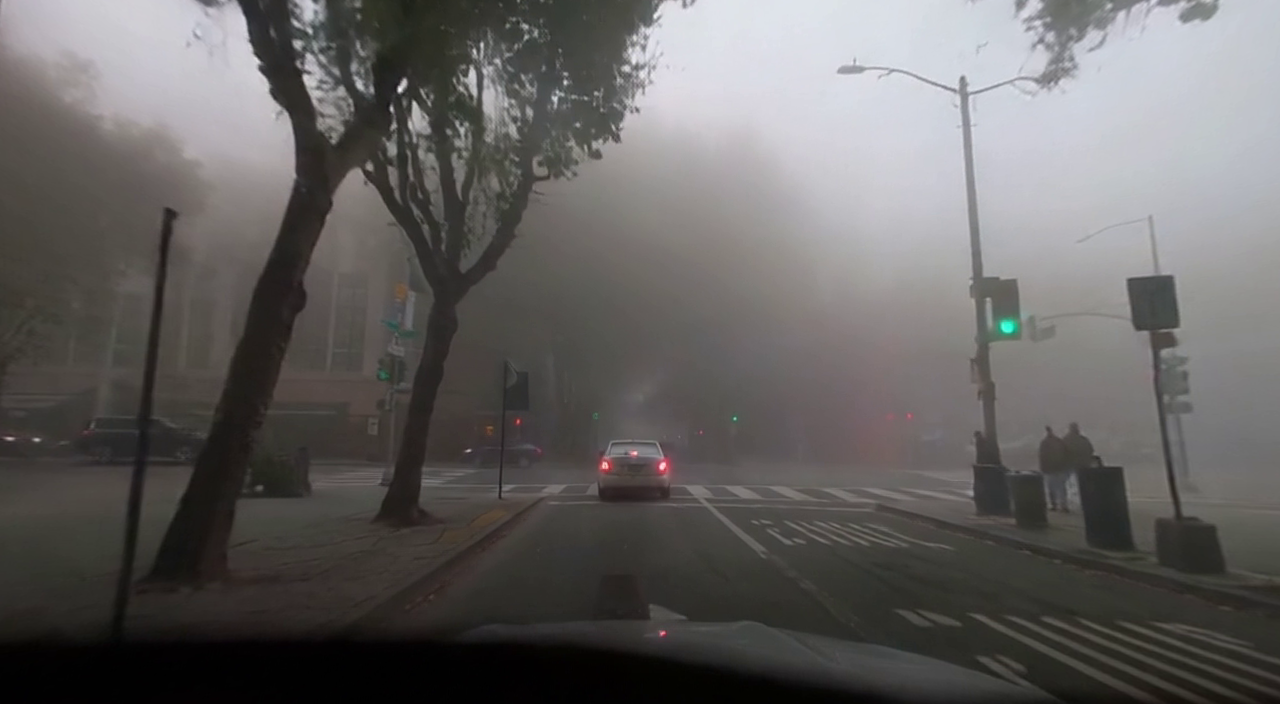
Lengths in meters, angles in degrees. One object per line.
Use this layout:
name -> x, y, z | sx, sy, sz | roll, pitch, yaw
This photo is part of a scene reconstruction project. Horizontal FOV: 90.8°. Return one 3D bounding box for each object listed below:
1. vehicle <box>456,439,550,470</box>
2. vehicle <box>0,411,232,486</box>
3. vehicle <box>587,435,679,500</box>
vehicle -> -6.986, 5.192, 32.120 | 4.627, 1.468, 1.871 | -6, -10, 32
vehicle -> -17.864, 3.308, 21.726 | 5.858, 2.396, 2.319 | 1, -9, -2
vehicle -> -0.303, 3.017, 16.868 | 2.106, 1.482, 4.459 | 0, -9, -4
